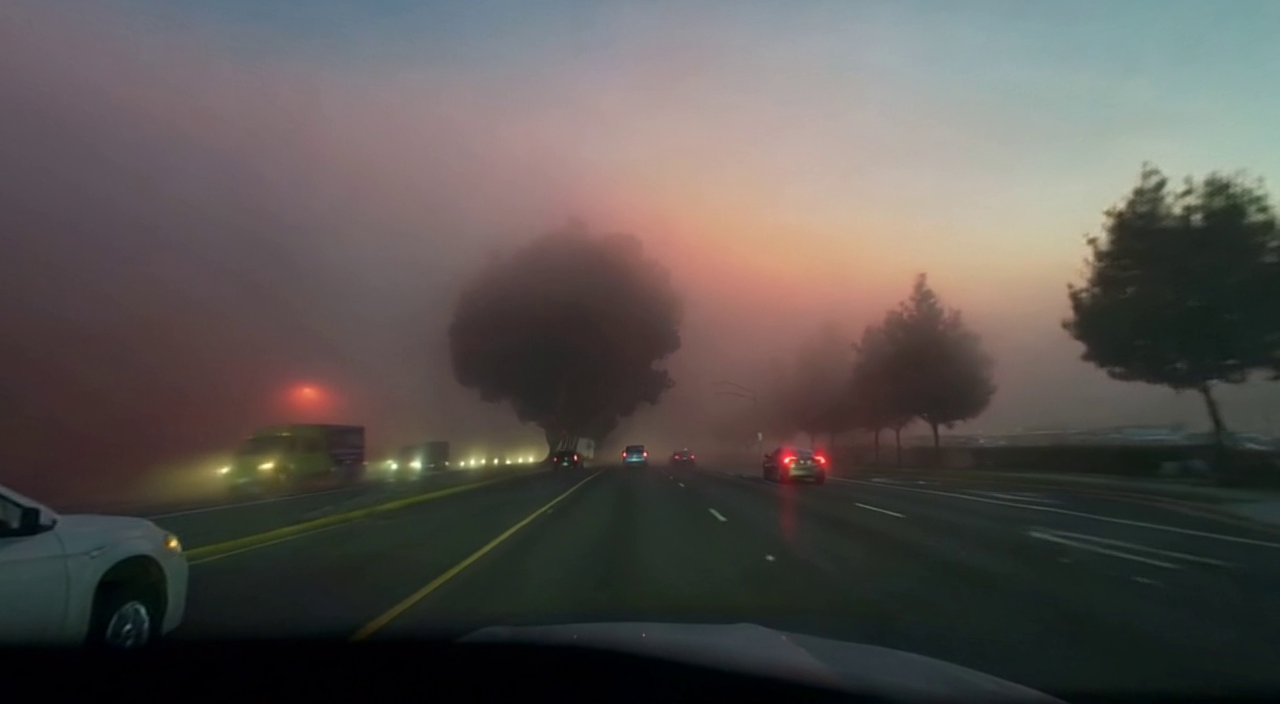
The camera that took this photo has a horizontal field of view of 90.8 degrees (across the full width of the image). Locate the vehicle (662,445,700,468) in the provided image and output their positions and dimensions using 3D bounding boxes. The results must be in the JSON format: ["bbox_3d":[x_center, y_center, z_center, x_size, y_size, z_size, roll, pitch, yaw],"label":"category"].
[{"bbox_3d":[2.617,6.778,41.131,2.014,1.430,4.103,0,-8,-2],"label":"vehicle"}]

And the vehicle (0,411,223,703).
[{"bbox_3d":[-3.733,0.877,1.878,2.018,1.476,4.364,0,-8,-1],"label":"vehicle"}]

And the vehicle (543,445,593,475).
[{"bbox_3d":[-3.828,5.833,34.365,2.163,1.474,4.413,0,-8,1],"label":"vehicle"}]

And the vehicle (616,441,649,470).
[{"bbox_3d":[-0.465,6.584,40.290,2.008,1.716,4.125,0,-8,-1],"label":"vehicle"}]

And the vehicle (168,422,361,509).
[{"bbox_3d":[-9.283,2.792,16.221,2.185,1.752,4.599,-4,-8,0],"label":"vehicle"}]

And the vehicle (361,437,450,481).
[{"bbox_3d":[-9.539,4.357,26.107,2.026,1.639,4.496,0,-8,-1],"label":"vehicle"}]

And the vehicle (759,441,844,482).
[{"bbox_3d":[6.184,4.239,24.815,2.028,1.451,4.625,0,-8,-1],"label":"vehicle"}]
